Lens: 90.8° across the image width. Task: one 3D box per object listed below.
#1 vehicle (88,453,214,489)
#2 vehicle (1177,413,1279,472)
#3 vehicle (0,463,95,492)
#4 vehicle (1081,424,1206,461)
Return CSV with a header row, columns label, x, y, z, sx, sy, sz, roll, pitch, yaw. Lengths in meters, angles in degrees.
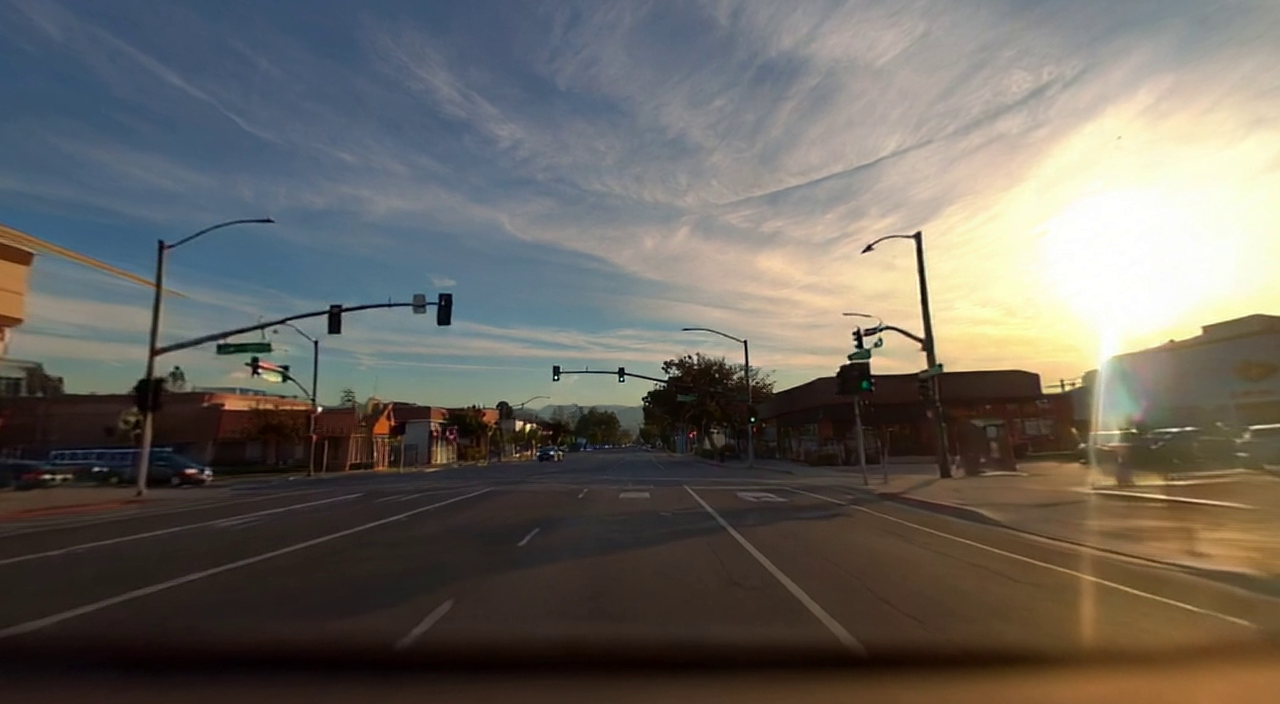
label,x,y,z,sx,sy,sz,roll,pitch,yaw
vehicle,-25.161,6.118,32.638,4.727,1.719,2.095,-1,-9,1
vehicle,18.707,2.644,18.458,1.879,1.643,4.484,0,-8,-3
vehicle,-34.457,7.237,36.340,4.741,1.416,1.803,-4,-12,5
vehicle,22.621,4.101,28.496,4.022,1.579,1.826,-1,-8,1
